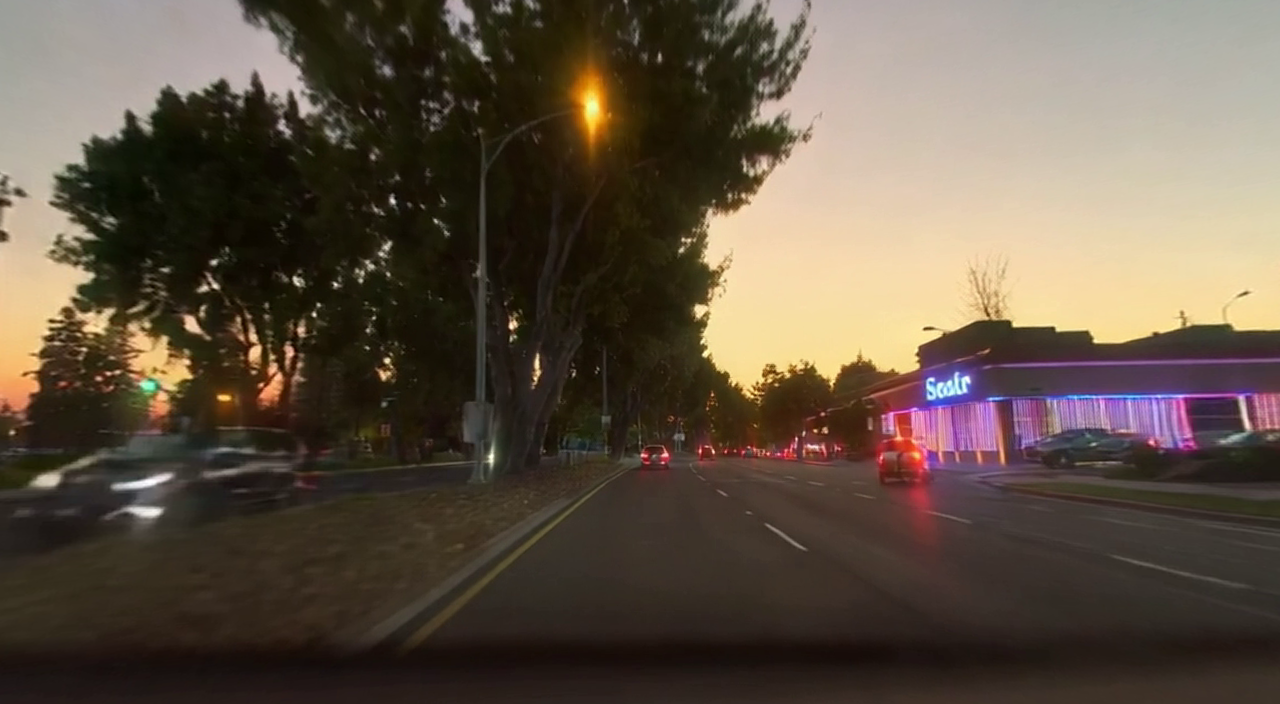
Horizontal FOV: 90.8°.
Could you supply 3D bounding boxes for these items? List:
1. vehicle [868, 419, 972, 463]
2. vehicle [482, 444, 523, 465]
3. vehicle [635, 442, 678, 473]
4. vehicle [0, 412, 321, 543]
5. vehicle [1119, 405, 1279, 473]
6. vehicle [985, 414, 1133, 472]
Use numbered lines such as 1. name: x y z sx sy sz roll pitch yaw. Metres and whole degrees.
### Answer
1. vehicle: 22.048 7.050 49.854 6.856 3.118 2.741 0 -10 -10
2. vehicle: -10.035 7.477 46.389 1.907 1.429 4.439 0 -8 2
3. vehicle: 0.886 5.446 32.876 2.095 1.456 3.873 0 -8 2
4. vehicle: -7.694 2.007 10.767 2.102 1.735 4.491 0 -8 1
5. vehicle: 28.759 4.467 32.247 6.569 3.235 2.798 1 -9 -9
6. vehicle: 20.921 4.554 31.702 5.953 2.747 2.389 1 -8 -8
